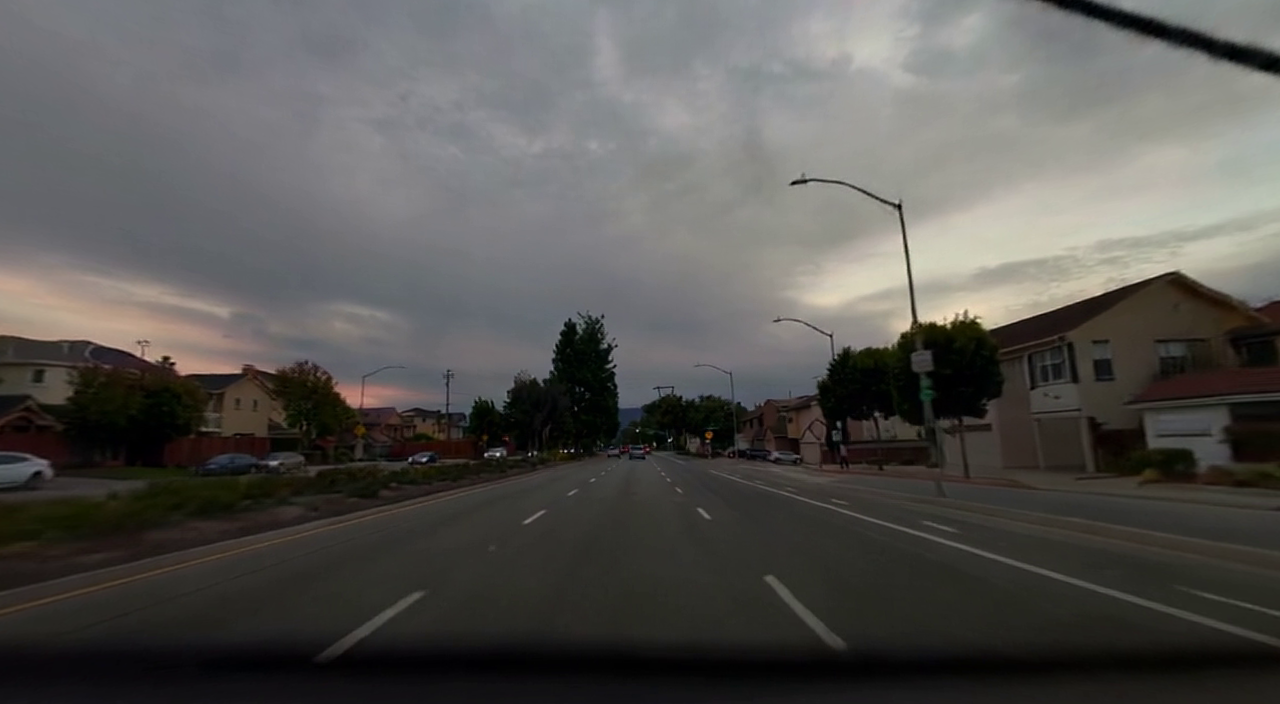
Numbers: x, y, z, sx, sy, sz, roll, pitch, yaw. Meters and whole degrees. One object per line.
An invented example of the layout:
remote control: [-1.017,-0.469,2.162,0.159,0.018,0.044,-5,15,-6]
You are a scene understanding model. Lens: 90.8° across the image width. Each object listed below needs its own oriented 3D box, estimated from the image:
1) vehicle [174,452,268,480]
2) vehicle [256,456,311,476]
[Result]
vehicle: [-24.688,6.719,37.487,1.916,1.524,4.993,-1,-9,3]
vehicle: [-24.947,7.960,44.374,1.637,1.298,3.878,0,-9,0]
